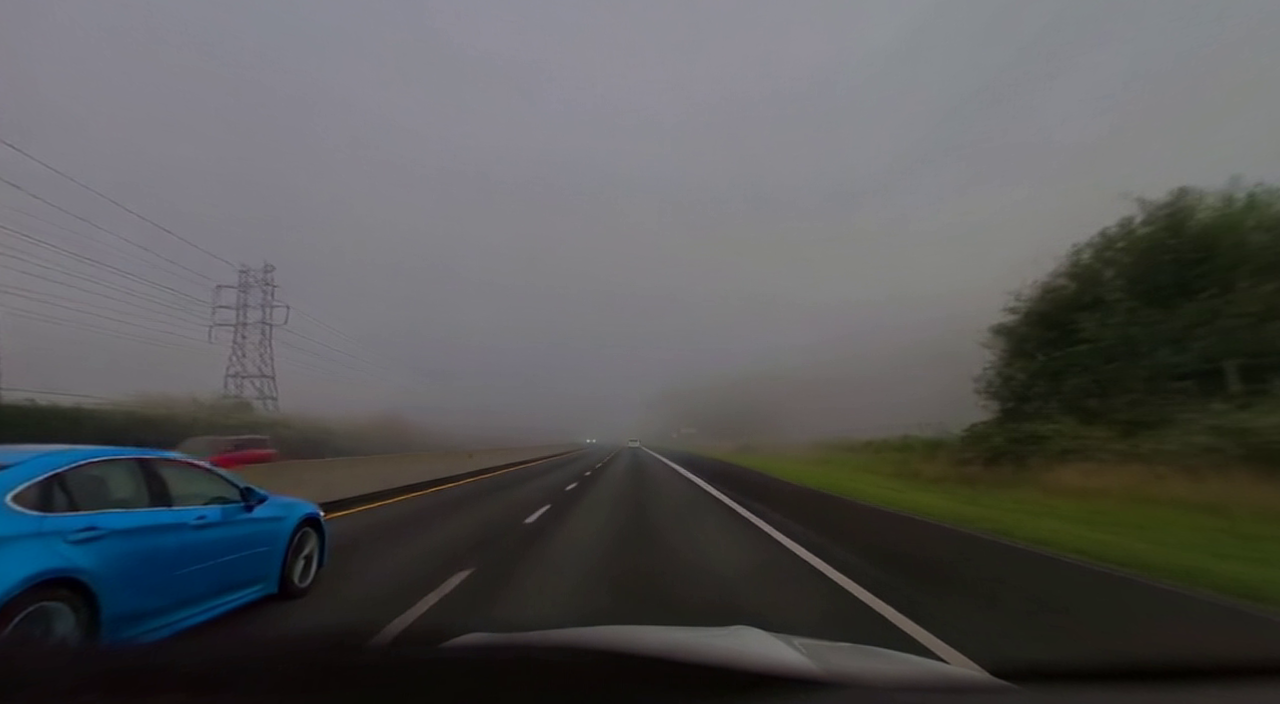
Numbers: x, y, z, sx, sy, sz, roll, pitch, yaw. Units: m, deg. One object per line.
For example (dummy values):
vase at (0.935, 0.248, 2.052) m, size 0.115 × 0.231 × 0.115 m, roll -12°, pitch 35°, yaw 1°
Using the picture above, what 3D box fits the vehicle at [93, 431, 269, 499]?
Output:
vehicle at (-14.511, 3.550, 20.375) m, size 2.052 × 1.914 × 4.791 m, roll 0°, pitch -8°, yaw 0°
